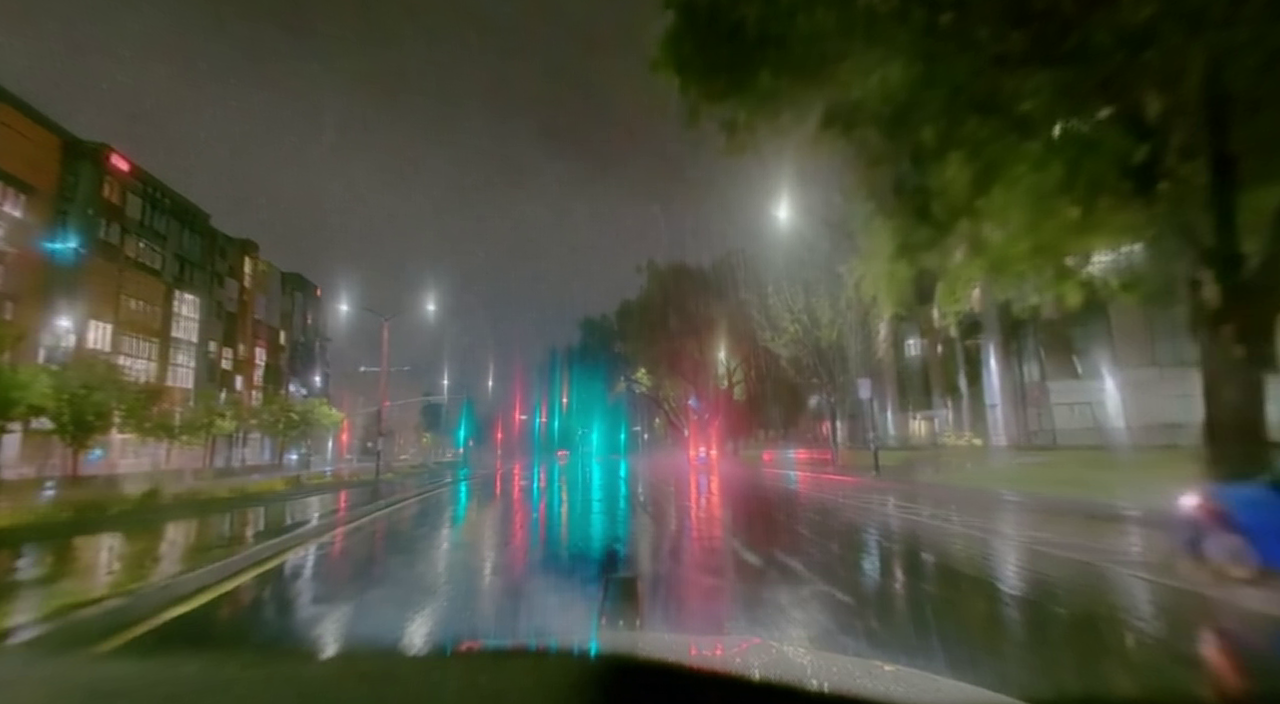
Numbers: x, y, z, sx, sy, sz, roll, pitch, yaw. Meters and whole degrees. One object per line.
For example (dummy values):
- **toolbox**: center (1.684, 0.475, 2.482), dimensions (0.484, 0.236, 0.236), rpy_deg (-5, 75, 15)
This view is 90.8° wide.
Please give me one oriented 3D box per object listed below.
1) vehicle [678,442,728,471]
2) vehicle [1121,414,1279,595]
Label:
- **vehicle**: center (3.754, 6.330, 38.620), dimensions (2.042, 1.635, 4.858), rpy_deg (1, -8, -7)
- **vehicle**: center (6.311, 1.128, 4.288), dimensions (1.984, 1.479, 5.102), rpy_deg (0, -8, -2)
